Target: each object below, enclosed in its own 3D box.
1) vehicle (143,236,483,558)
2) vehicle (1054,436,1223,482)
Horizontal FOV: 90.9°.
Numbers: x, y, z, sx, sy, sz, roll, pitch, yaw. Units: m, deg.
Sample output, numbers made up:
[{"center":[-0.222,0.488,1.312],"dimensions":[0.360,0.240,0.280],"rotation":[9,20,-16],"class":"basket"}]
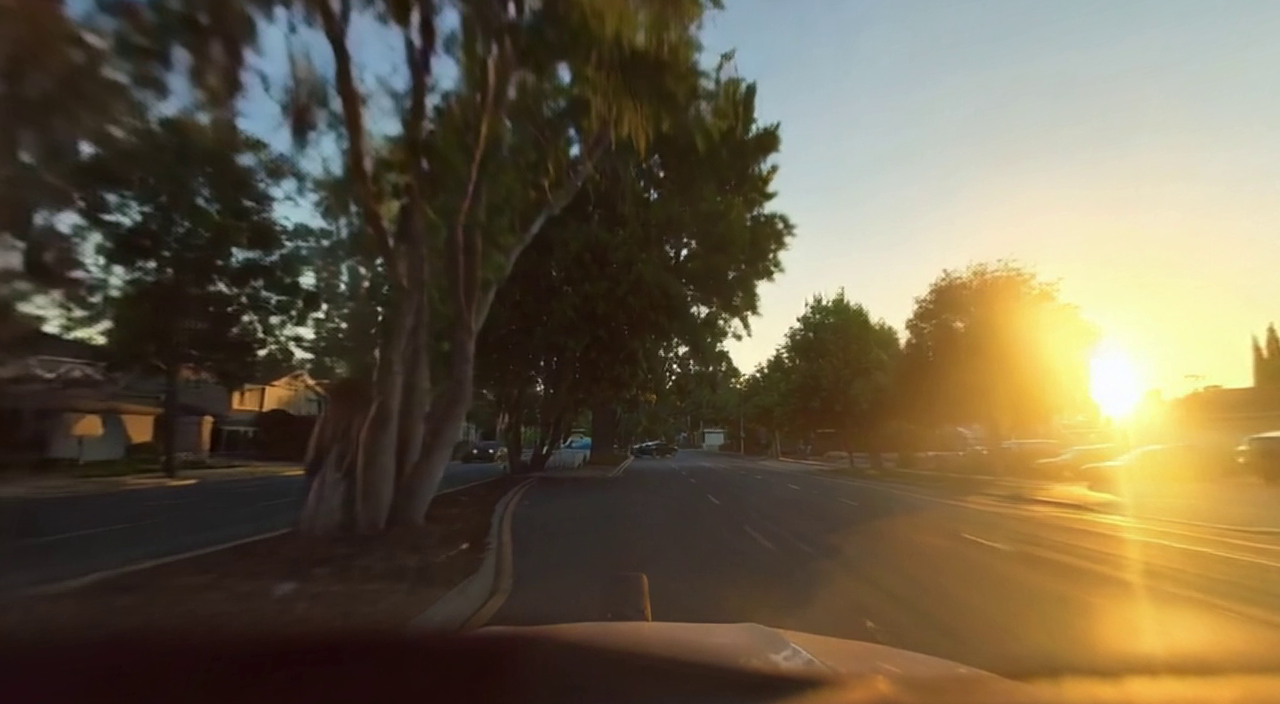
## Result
[{"center":[-4.202,0.712,9.157],"dimensions":[3.008,3.786,3.422],"rotation":[0,-8,-3],"class":"vehicle"},{"center":[21.363,4.589,27.186],"dimensions":[5.374,1.825,2.157],"rotation":[0,-8,0],"class":"vehicle"}]
